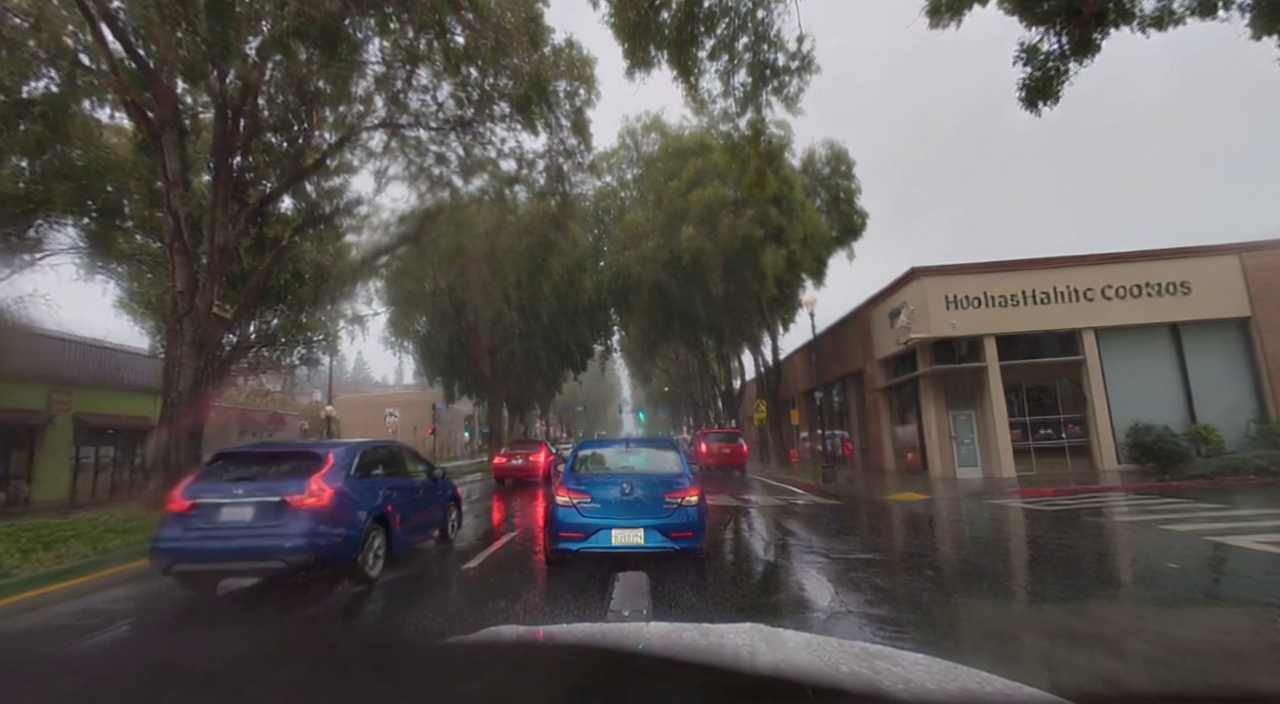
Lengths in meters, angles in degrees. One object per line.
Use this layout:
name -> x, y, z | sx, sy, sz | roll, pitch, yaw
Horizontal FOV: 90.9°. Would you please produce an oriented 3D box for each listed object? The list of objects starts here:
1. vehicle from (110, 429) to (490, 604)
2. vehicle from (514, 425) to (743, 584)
vehicle -> -3.405, 1.720, 7.575 | 2.029, 1.456, 4.414 | 0, -9, 1
vehicle -> -0.117, 1.753, 8.043 | 2.160, 1.482, 4.037 | 0, -9, 0
